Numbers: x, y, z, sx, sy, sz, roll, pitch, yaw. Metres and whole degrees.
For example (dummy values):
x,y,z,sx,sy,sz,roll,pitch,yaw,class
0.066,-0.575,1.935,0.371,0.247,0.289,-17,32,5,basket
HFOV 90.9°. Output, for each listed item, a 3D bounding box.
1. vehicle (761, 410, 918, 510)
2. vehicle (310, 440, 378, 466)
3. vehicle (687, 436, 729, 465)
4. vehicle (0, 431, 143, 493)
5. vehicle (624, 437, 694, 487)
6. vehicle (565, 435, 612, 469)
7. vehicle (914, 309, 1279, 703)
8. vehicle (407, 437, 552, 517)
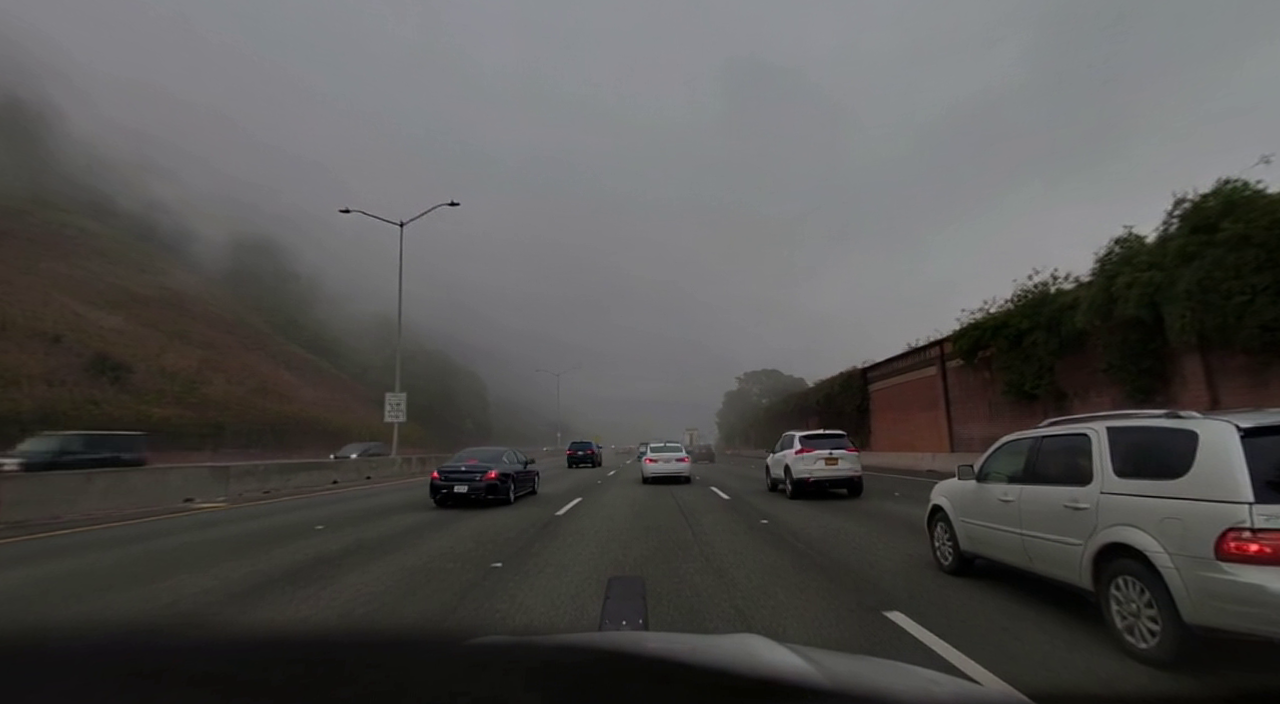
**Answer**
x,y,z,sx,sy,sz,roll,pitch,yaw,class
4.203,2.358,14.223,1.970,1.872,4.575,0,-8,-1,vehicle
-21.506,7.355,46.151,2.205,1.769,5.650,0,-8,0,vehicle
3.720,5.439,35.107,1.855,1.513,3.915,0,-8,-1,vehicle
-21.855,3.932,22.995,2.448,1.955,6.132,0,-8,0,vehicle
0.550,3.562,20.824,2.105,1.471,3.978,0,-8,0,vehicle
-2.879,5.736,36.419,2.154,1.793,4.736,0,-8,2,vehicle
3.730,0.937,4.096,1.930,1.831,4.344,0,-8,0,vehicle
-3.286,2.627,13.893,1.961,1.456,4.362,0,-8,1,vehicle
